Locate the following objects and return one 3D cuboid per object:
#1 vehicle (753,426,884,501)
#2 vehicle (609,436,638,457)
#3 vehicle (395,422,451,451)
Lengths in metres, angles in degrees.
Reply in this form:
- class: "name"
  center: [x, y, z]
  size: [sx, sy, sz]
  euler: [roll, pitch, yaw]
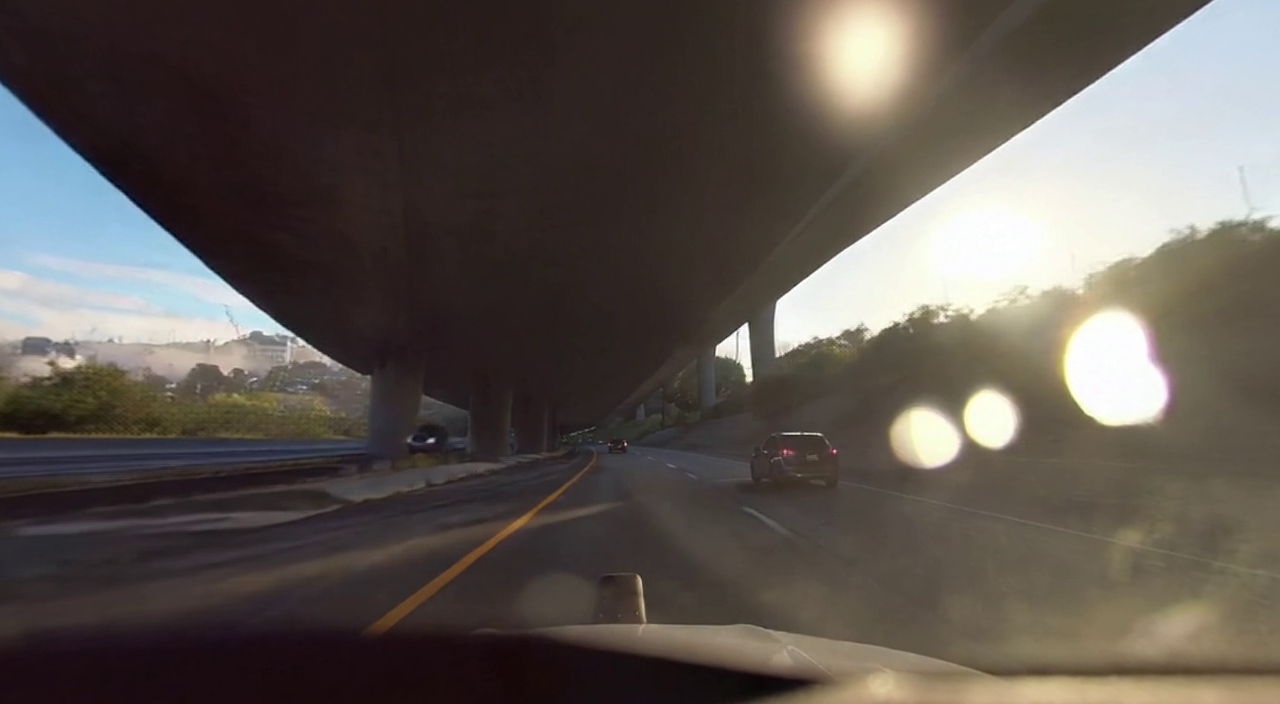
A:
- class: "vehicle"
  center: [3.958, 2.510, 14.583]
  size: [1.852, 1.513, 3.652]
  euler: [0, -8, -2]
- class: "vehicle"
  center: [-1.234, 6.885, 45.932]
  size: [1.998, 1.512, 3.735]
  euler: [0, -8, -3]
- class: "vehicle"
  center: [-13.311, 5.242, 38.848]
  size: [1.962, 1.640, 4.442]
  euler: [0, -8, -2]
